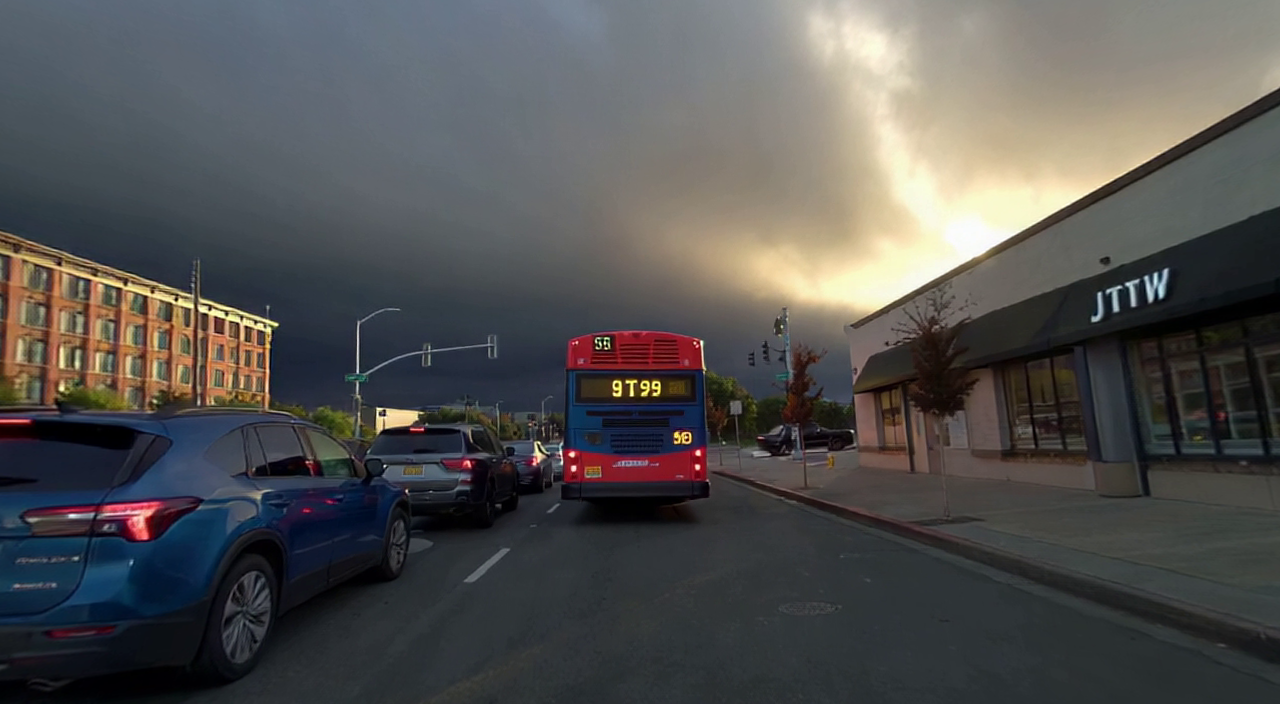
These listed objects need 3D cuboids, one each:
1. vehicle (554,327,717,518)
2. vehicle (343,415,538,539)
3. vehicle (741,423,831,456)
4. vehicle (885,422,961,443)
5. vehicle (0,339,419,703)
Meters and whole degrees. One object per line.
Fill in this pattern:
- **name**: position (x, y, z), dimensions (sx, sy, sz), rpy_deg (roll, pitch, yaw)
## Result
- **vehicle**: position (-0.324, 1.990, 16.503), dimensions (2.938, 3.468, 9.972), rpy_deg (0, -9, -3)
- **vehicle**: position (-3.346, 2.203, 11.781), dimensions (2.096, 1.828, 4.669), rpy_deg (0, -8, 0)
- **vehicle**: position (9.961, 6.048, 43.506), dimensions (5.788, 2.165, 2.491), rpy_deg (-2, -9, 10)
- **vehicle**: position (21.198, 6.067, 47.355), dimensions (4.827, 1.555, 1.863), rpy_deg (1, -9, -7)
- **vehicle**: position (-3.213, 1.097, 3.988), dimensions (2.020, 1.725, 4.384), rpy_deg (0, -8, 0)
